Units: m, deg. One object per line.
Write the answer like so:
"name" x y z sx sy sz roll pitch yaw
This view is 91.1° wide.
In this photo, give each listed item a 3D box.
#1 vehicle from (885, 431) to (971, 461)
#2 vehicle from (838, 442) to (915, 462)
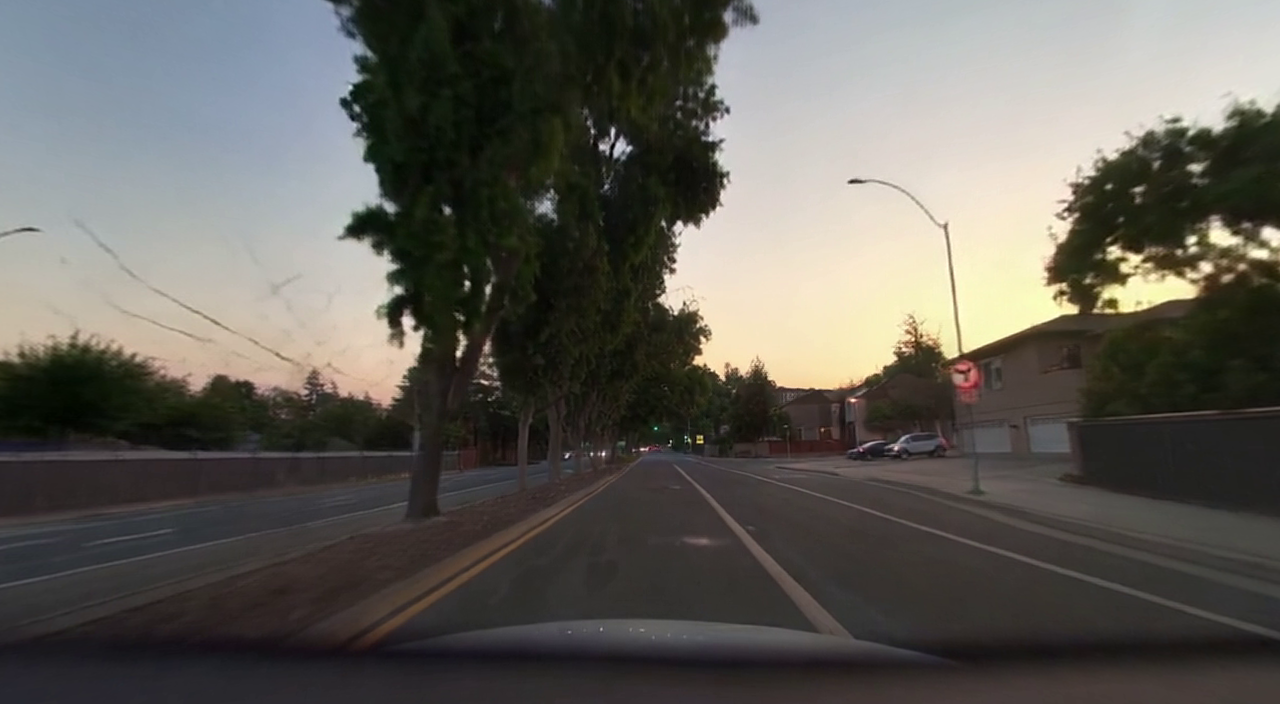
"vehicle" 18.732 6.130 40.962 4.611 1.920 2.043 0 -8 -2
"vehicle" 18.361 7.754 48.852 5.126 1.469 2.009 0 -8 0
